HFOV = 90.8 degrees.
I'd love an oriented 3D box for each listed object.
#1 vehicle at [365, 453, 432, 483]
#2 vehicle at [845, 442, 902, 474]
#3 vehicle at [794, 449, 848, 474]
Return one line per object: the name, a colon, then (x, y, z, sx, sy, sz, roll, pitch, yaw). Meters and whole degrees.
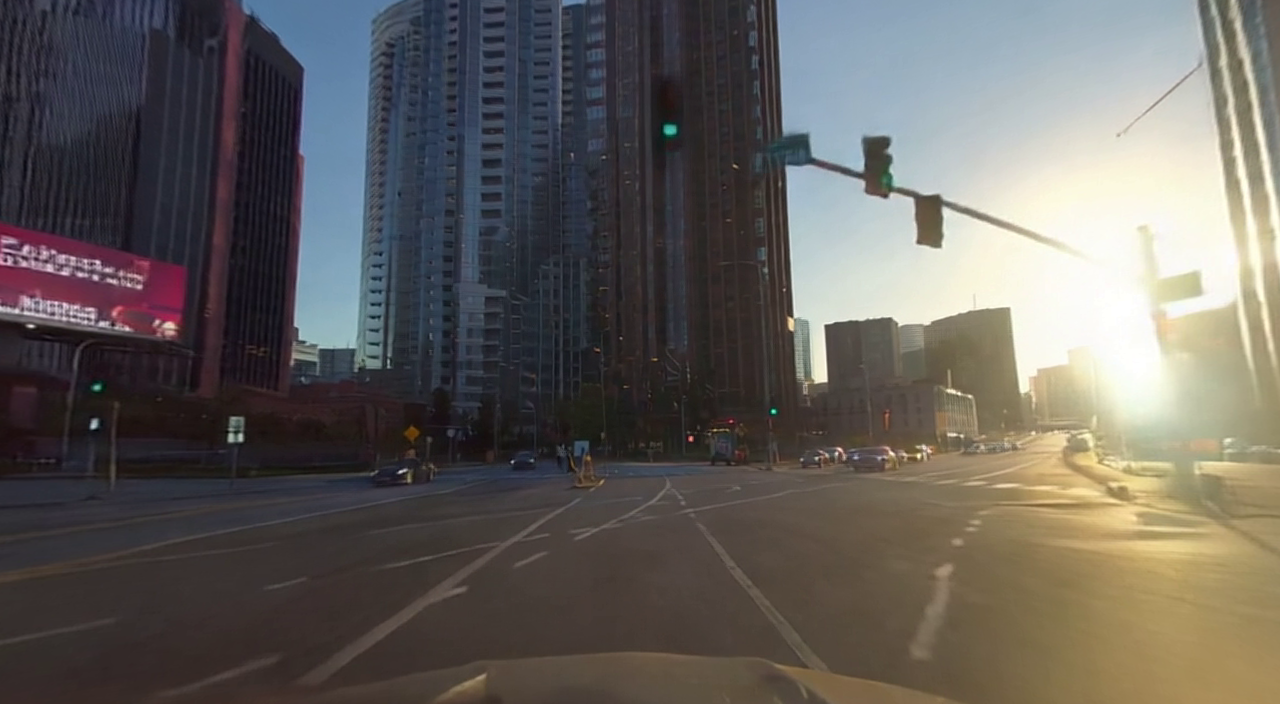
vehicle: (-14.649, 7.037, 38.592, 2.161, 1.681, 4.743, 0, -9, 1)
vehicle: (14.884, 6.697, 40.080, 2.232, 1.814, 5.285, -6, -11, 31)
vehicle: (11.828, 7.081, 41.047, 2.023, 1.527, 5.016, -6, -11, 31)
